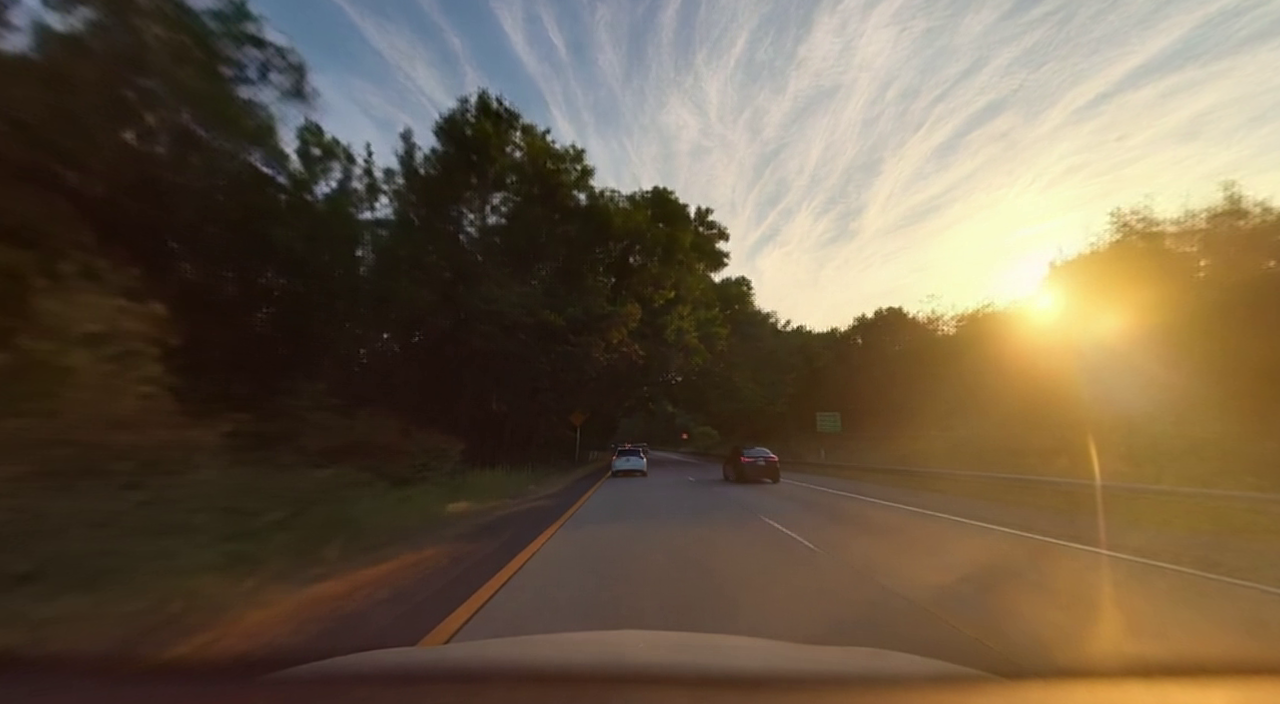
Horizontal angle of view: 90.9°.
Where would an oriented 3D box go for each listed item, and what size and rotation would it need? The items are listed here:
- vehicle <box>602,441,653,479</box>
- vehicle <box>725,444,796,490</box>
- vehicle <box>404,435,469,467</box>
[{"bbox_3d":[-0.538,4.850,28.406,2.120,1.575,4.018,0,-9,0],"label":"vehicle"},{"bbox_3d":[4.142,3.988,22.152,1.757,1.459,3.398,0,-9,-1],"label":"vehicle"},{"bbox_3d":[-11.346,5.583,35.507,2.192,1.677,4.473,0,-9,0],"label":"vehicle"}]
